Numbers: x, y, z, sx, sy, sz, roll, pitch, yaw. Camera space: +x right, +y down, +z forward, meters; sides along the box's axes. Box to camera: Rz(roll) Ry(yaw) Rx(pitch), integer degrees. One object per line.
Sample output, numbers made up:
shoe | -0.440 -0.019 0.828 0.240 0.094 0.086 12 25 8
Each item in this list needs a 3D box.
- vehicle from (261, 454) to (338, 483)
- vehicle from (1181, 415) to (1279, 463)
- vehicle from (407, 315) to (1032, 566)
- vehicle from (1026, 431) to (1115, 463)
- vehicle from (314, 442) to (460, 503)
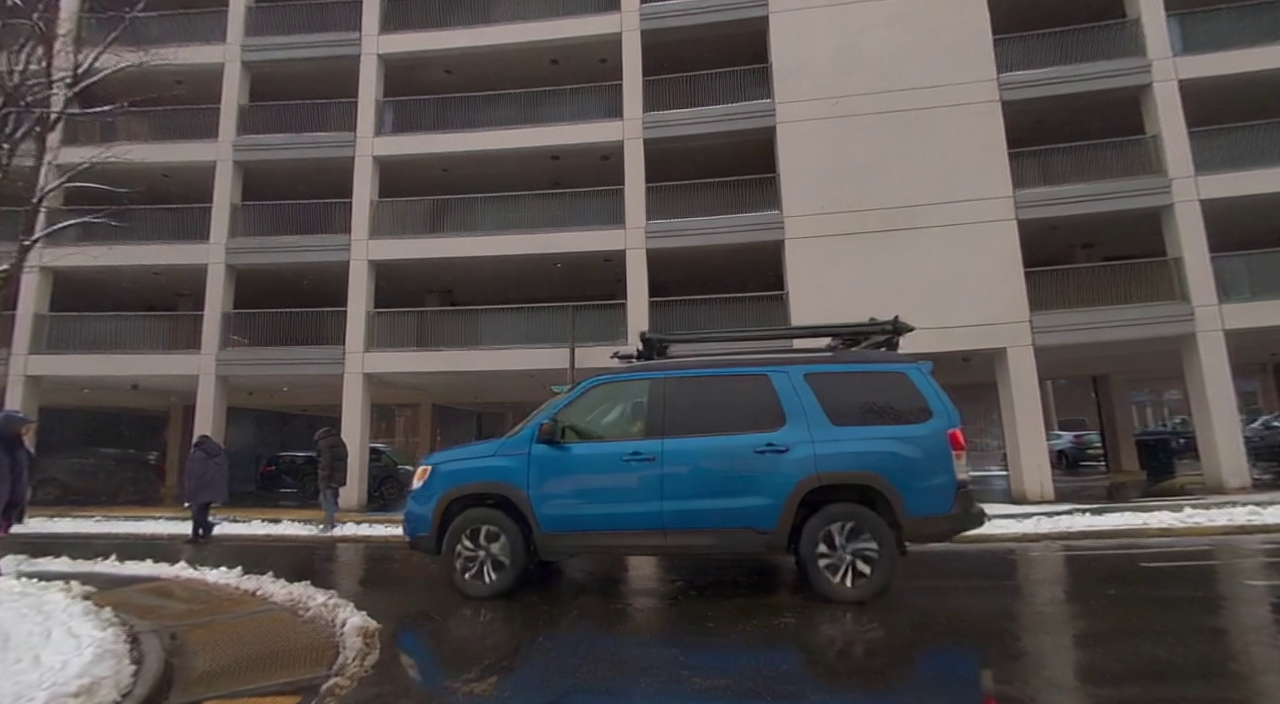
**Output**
vehicle | -18.682 6.376 34.719 3.467 1.456 1.649 3 -9 -22
vehicle | 19.191 2.722 19.582 1.521 1.386 3.357 0 -9 -5
vehicle | 0.848 1.171 8.443 6.932 2.753 2.446 -1 -9 4
vehicle | 23.600 5.230 34.728 3.827 1.677 1.898 -5 -10 32
vehicle | -7.930 3.792 20.384 2.395 1.719 4.549 -1 -9 7
